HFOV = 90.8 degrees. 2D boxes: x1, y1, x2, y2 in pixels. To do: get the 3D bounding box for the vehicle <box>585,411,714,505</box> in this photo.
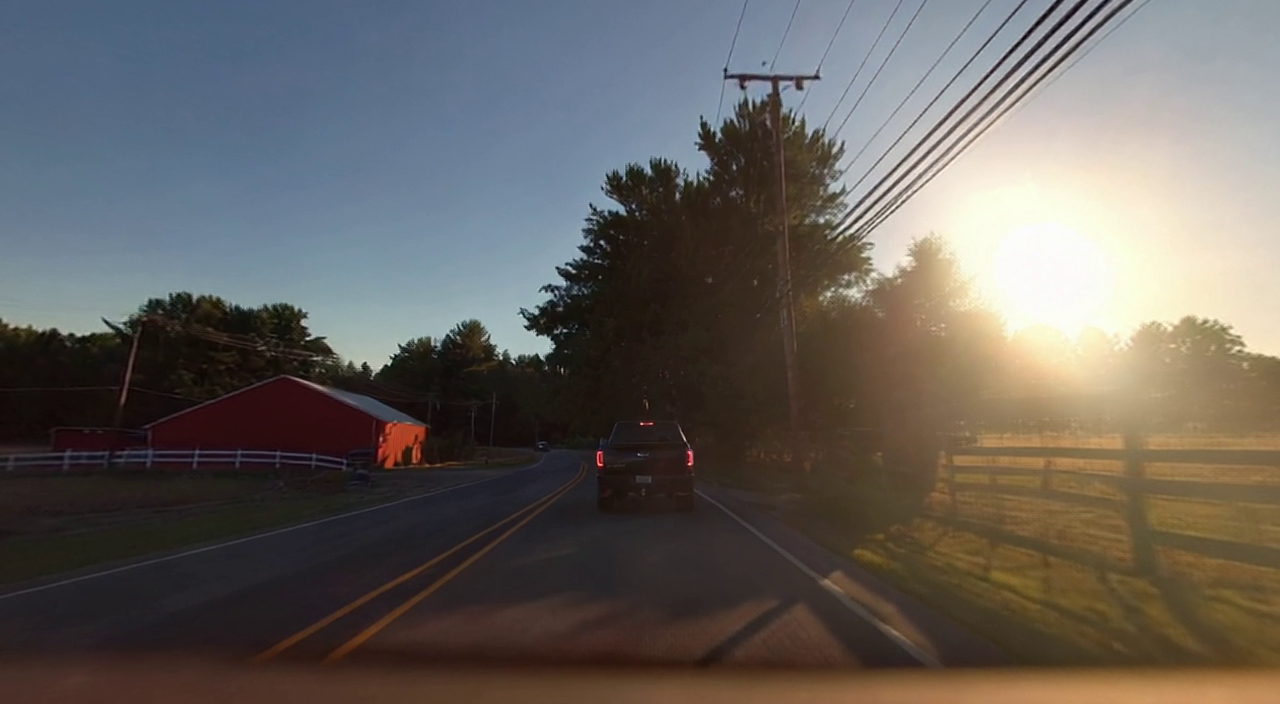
[{"bbox_3d":[0.078,2.693,16.442,2.693,1.941,6.356,0,-8,-2],"label":"vehicle"}]
